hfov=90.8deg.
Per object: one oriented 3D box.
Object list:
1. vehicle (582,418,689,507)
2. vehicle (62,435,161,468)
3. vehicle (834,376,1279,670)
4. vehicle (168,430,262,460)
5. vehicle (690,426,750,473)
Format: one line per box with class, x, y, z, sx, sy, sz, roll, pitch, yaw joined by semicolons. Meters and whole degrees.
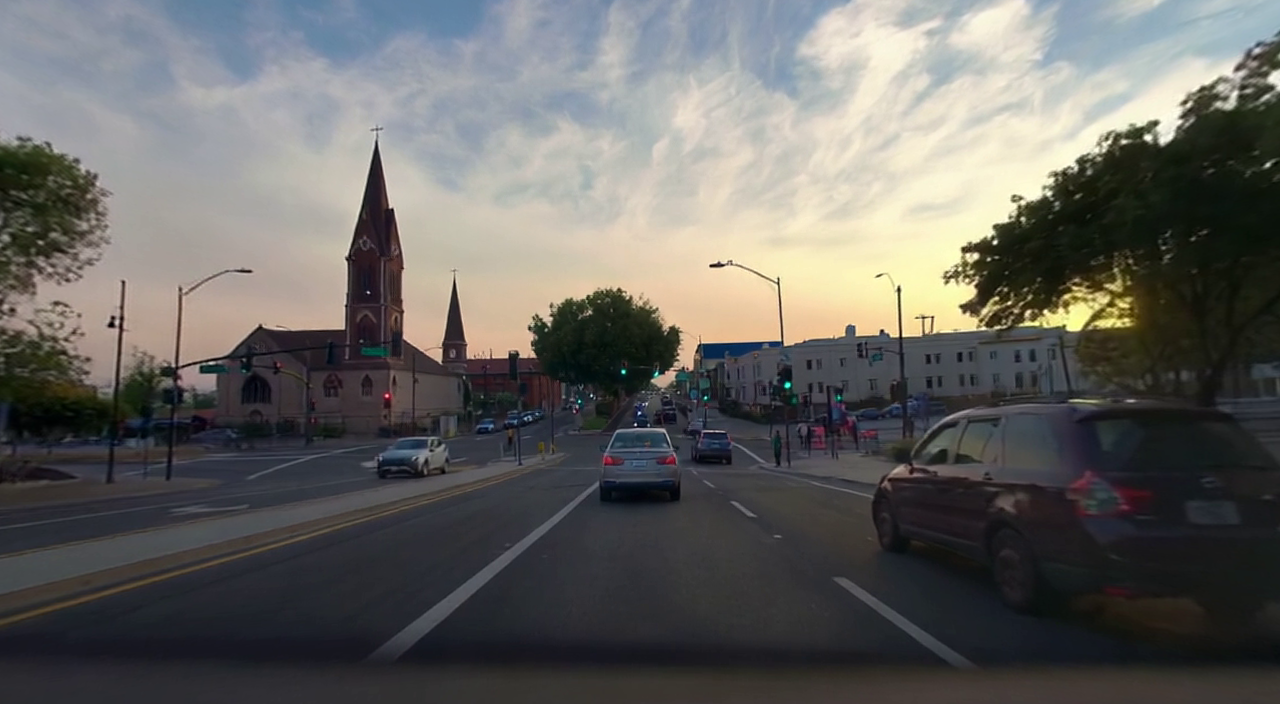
vehicle;0.003;2.530;14.836;2.168;1.776;4.135;0;-8;3
vehicle;-33.942;6.382;40.644;4.551;1.784;2.121;0;0;-1
vehicle;3.682;1.350;6.141;2.080;1.735;4.650;0;-8;0
vehicle;-29.564;6.456;44.039;4.955;1.828;2.268;0;-3;-2
vehicle;3.902;4.802;31.759;2.228;1.922;5.335;3;-6;0
